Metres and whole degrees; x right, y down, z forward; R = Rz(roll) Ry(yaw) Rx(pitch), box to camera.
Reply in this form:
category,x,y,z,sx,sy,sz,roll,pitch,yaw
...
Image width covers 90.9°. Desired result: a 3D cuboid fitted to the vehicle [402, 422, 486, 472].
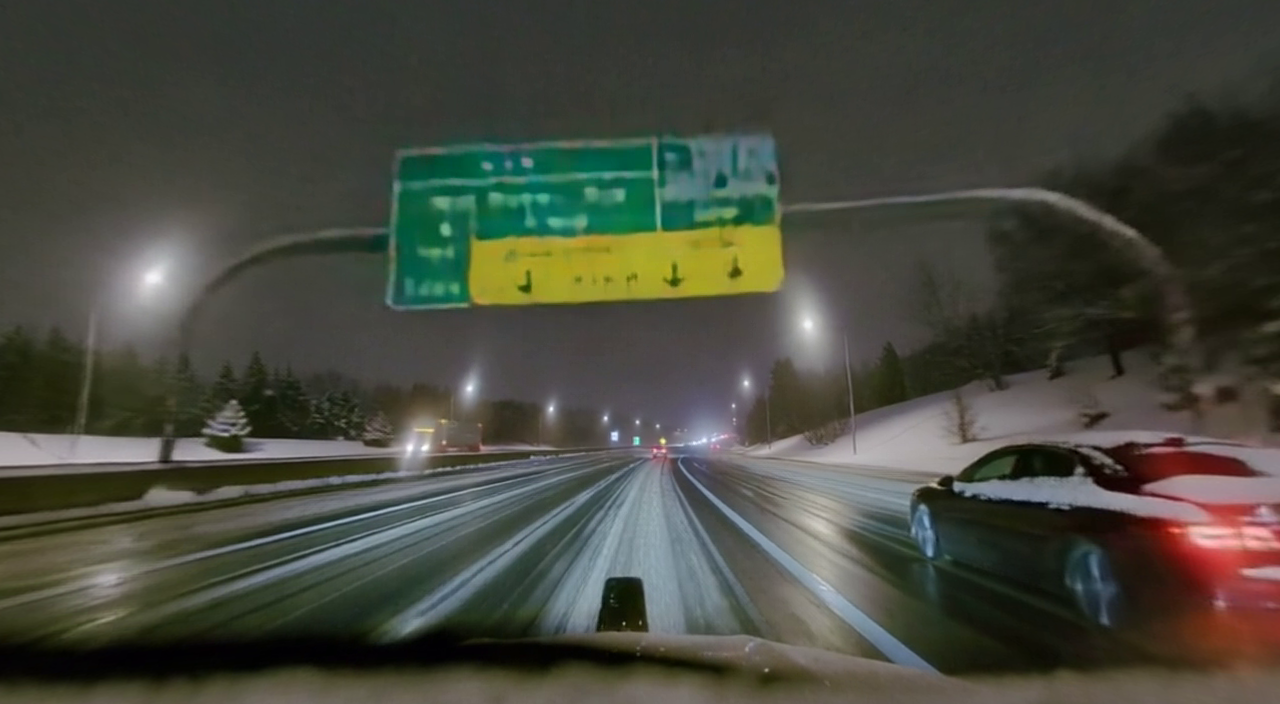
category,x,y,z,sx,sy,sz,roll,pitch,yaw
vehicle,-13.173,6.576,43.312,2.843,2.970,8.404,-3,-9,2

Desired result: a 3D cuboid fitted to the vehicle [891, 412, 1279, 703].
category,x,y,z,sx,sy,sz,roll,pitch,yaw
vehicle,3.734,1.277,4.492,1.999,1.492,4.673,0,-8,0
